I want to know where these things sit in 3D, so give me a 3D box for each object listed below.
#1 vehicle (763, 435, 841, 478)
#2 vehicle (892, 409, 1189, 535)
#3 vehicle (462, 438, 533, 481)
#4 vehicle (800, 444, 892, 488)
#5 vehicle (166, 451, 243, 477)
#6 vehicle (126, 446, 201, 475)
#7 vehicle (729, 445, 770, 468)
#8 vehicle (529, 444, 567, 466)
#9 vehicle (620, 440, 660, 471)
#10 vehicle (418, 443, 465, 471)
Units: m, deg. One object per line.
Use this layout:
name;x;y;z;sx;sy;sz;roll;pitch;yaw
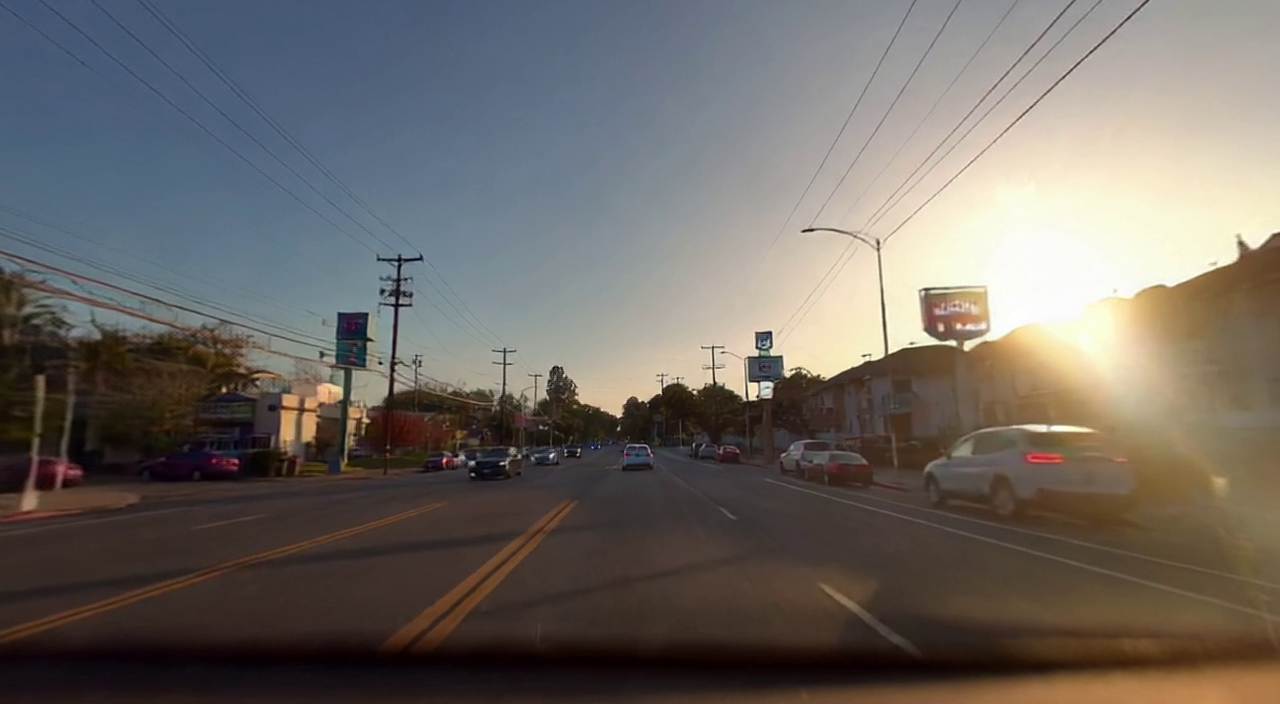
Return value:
vehicle;7.673;4.982;30.542;2.188;1.903;5.324;0;-8;-2
vehicle;7.675;2.366;13.253;2.370;2.022;5.918;0;-8;0
vehicle;-6.140;4.647;27.757;2.096;1.702;4.244;0;-8;0
vehicle;7.752;4.312;24.276;1.833;1.475;4.648;0;-8;-2
vehicle;-26.347;6.723;38.203;4.391;1.435;2.011;-5;-9;29
vehicle;-30.700;6.949;40.683;4.448;1.788;2.003;-4;-9;28
vehicle;7.614;7.260;44.245;1.936;1.479;4.736;0;-8;-1
vehicle;-6.573;7.459;45.850;2.018;1.466;4.631;0;-8;1
vehicle;-0.041;5.598;34.384;2.067;1.547;4.513;0;-8;-1
vehicle;-14.518;7.689;46.499;1.981;1.761;4.652;-2;-7;0
